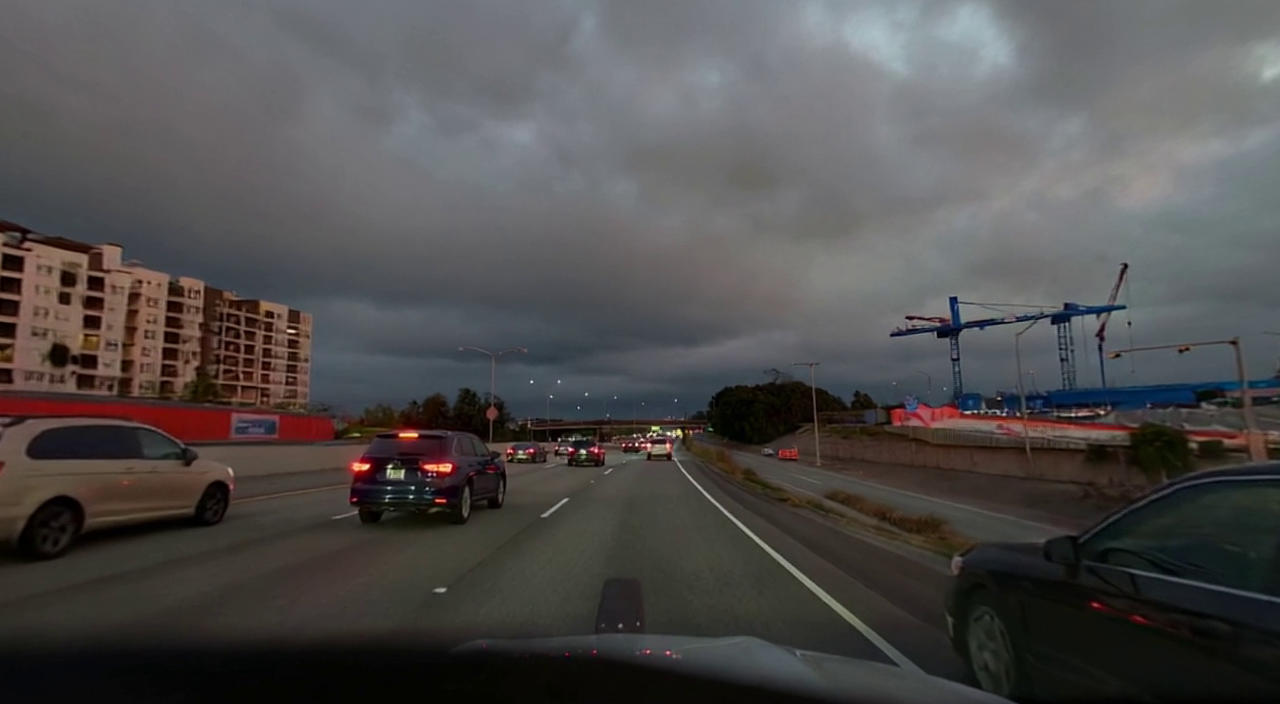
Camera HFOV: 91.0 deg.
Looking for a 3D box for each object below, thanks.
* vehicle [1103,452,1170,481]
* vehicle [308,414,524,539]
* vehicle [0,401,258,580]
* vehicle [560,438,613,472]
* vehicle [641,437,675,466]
[{"bbox_3d":[29.585,6.777,37.679,1.840,1.533,4.657,-3,-9,22],"label":"vehicle"},{"bbox_3d":[-3.538,2.061,11.033,2.045,1.710,4.382,0,-8,2],"label":"vehicle"},{"bbox_3d":[-7.276,1.584,7.764,2.113,1.724,4.656,0,-8,1],"label":"vehicle"},{"bbox_3d":[-2.748,5.436,33.435,2.109,1.657,4.554,0,-8,4],"label":"vehicle"},{"bbox_3d":[1.165,6.547,41.634,2.116,1.763,4.352,0,-8,1],"label":"vehicle"}]
